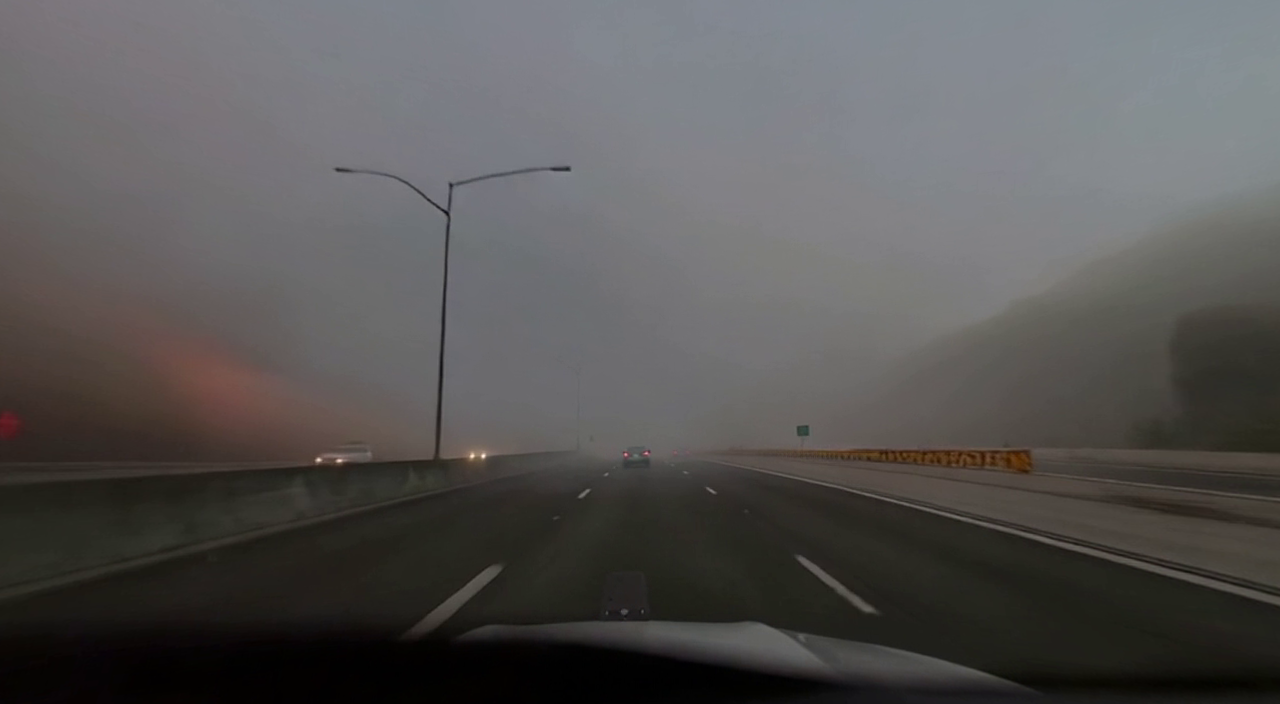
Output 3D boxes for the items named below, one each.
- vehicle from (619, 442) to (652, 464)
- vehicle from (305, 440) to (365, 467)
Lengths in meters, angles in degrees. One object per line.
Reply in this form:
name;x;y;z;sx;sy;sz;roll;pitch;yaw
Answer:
vehicle;-0.395;7.028;44.079;2.193;1.497;4.337;0;-8;-2
vehicle;-21.735;7.231;45.151;1.995;1.854;4.706;0;-8;-1
